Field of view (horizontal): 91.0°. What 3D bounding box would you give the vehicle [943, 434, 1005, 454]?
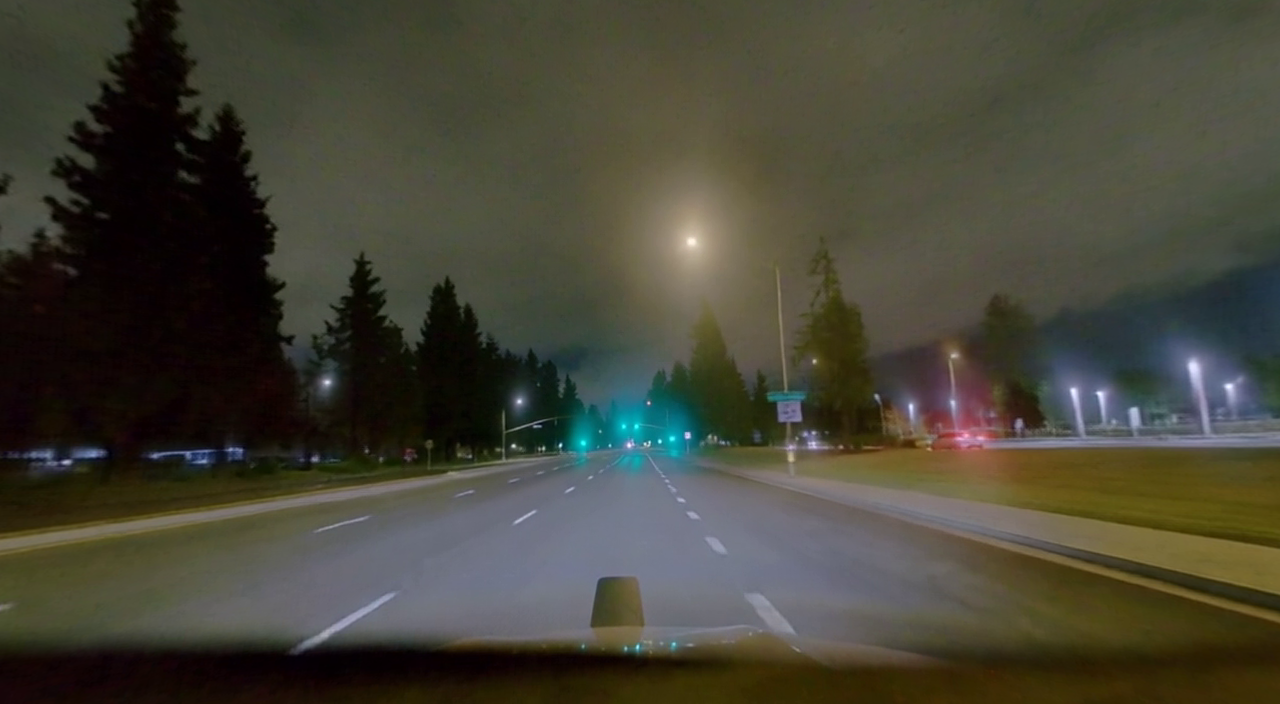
[{"bbox_3d":[24.764,6.871,46.895,1.907,1.444,5.150,0,-9,1],"label":"vehicle"}]
